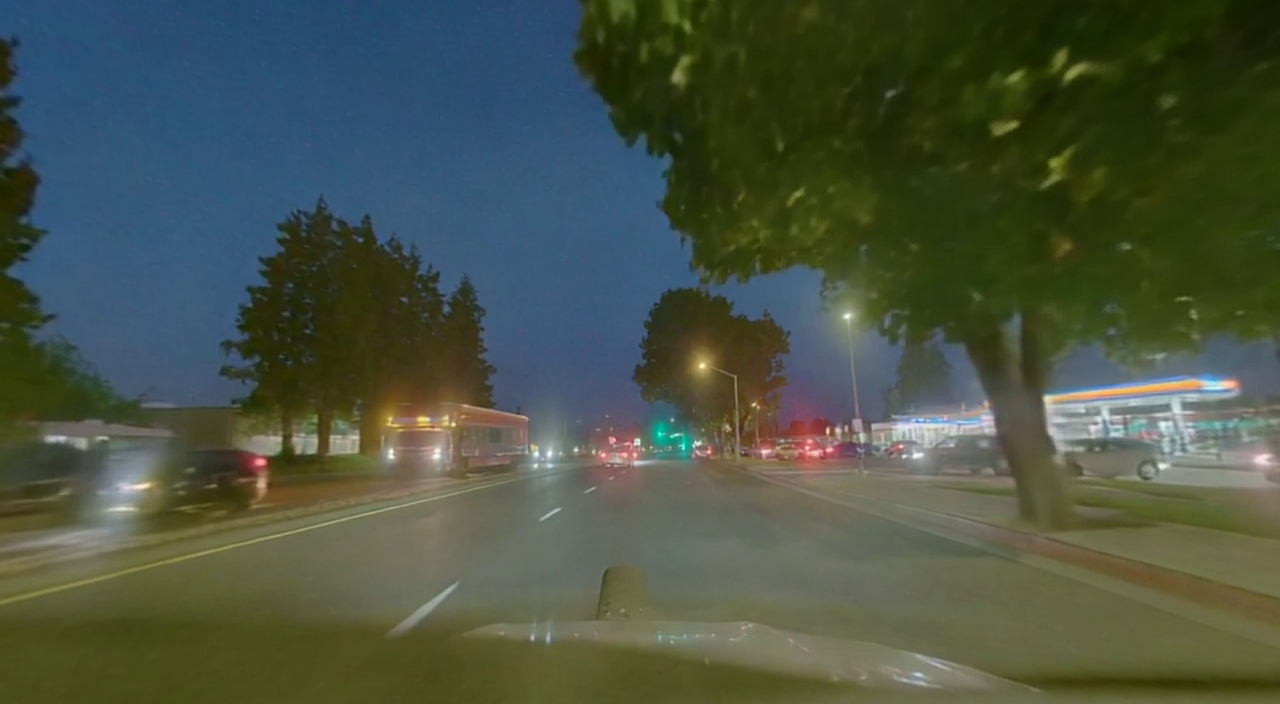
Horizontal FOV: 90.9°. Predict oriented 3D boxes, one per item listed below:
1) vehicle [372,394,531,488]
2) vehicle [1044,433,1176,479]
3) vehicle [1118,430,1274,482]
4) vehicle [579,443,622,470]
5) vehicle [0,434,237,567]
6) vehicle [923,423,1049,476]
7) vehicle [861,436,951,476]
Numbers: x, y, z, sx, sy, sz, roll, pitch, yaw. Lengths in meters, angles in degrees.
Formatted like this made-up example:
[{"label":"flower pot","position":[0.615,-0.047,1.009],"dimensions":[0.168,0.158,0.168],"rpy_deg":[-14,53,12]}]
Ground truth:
[{"label":"vehicle","position":[-7.948,4.116,29.347],"dimensions":[3.056,3.289,13.199],"rpy_deg":[-2,-8,1]},{"label":"vehicle","position":[18.686,4.159,25.391],"dimensions":[1.845,1.650,4.651],"rpy_deg":[-1,-8,3]},{"label":"vehicle","position":[21.832,4.099,25.050],"dimensions":[1.922,1.861,4.340],"rpy_deg":[1,-9,-6]},{"label":"vehicle","position":[-2.123,5.763,34.925],"dimensions":[1.959,1.406,4.272],"rpy_deg":[0,-8,2]},{"label":"vehicle","position":[-8.201,1.939,8.866],"dimensions":[2.099,1.467,4.596],"rpy_deg":[-2,-7,0]},{"label":"vehicle","position":[13.504,3.871,25.102],"dimensions":[2.015,1.839,5.416],"rpy_deg":[0,-9,1]},{"label":"vehicle","position":[10.585,4.162,25.489],"dimensions":[1.888,1.465,4.727],"rpy_deg":[-1,-9,4]}]
